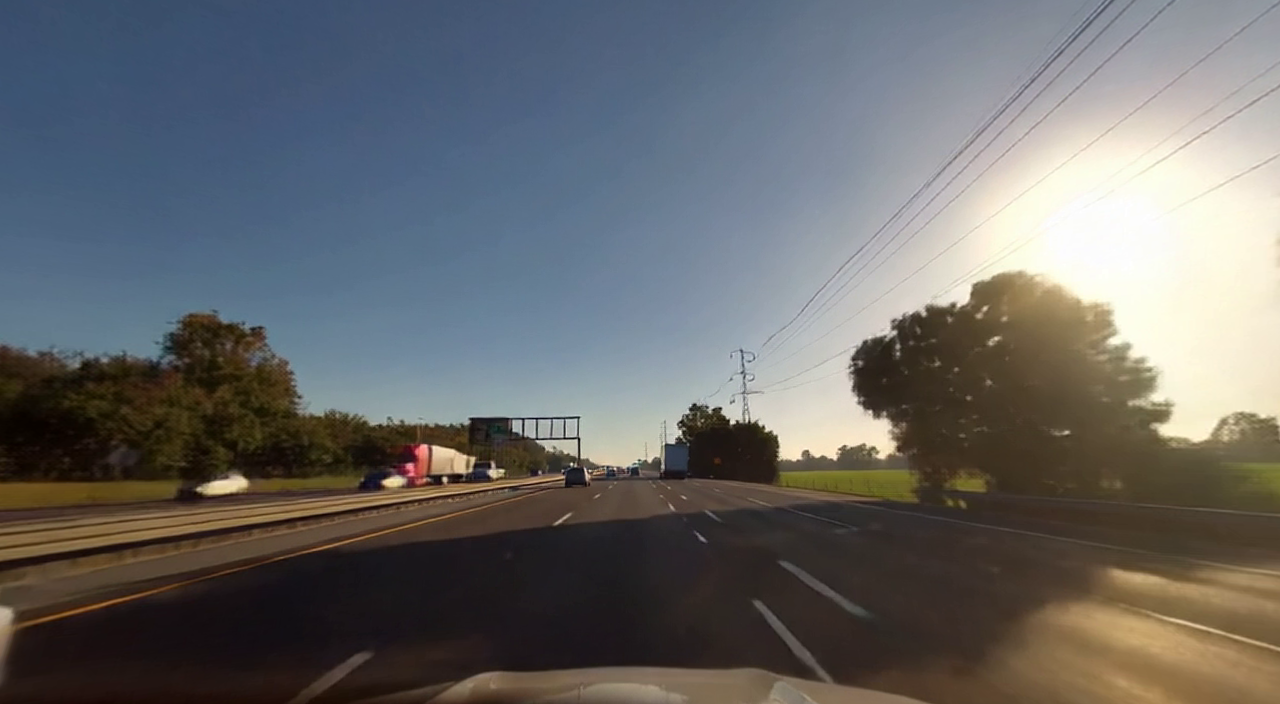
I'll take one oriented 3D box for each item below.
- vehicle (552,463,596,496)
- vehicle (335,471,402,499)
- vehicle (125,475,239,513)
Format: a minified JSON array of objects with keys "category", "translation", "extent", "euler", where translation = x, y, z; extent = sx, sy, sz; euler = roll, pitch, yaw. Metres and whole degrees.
[{"category":"vehicle","translation":[-3.532,6.914,34.328],"extent":[1.942,1.597,3.943],"euler":[1,-11,0]},{"category":"vehicle","translation":[-15.635,7.679,36.550],"extent":[1.869,1.466,4.440],"euler":[1,-11,0]},{"category":"vehicle","translation":[-19.497,6.039,27.052],"extent":[1.770,1.409,4.105],"euler":[1,-11,0]}]
